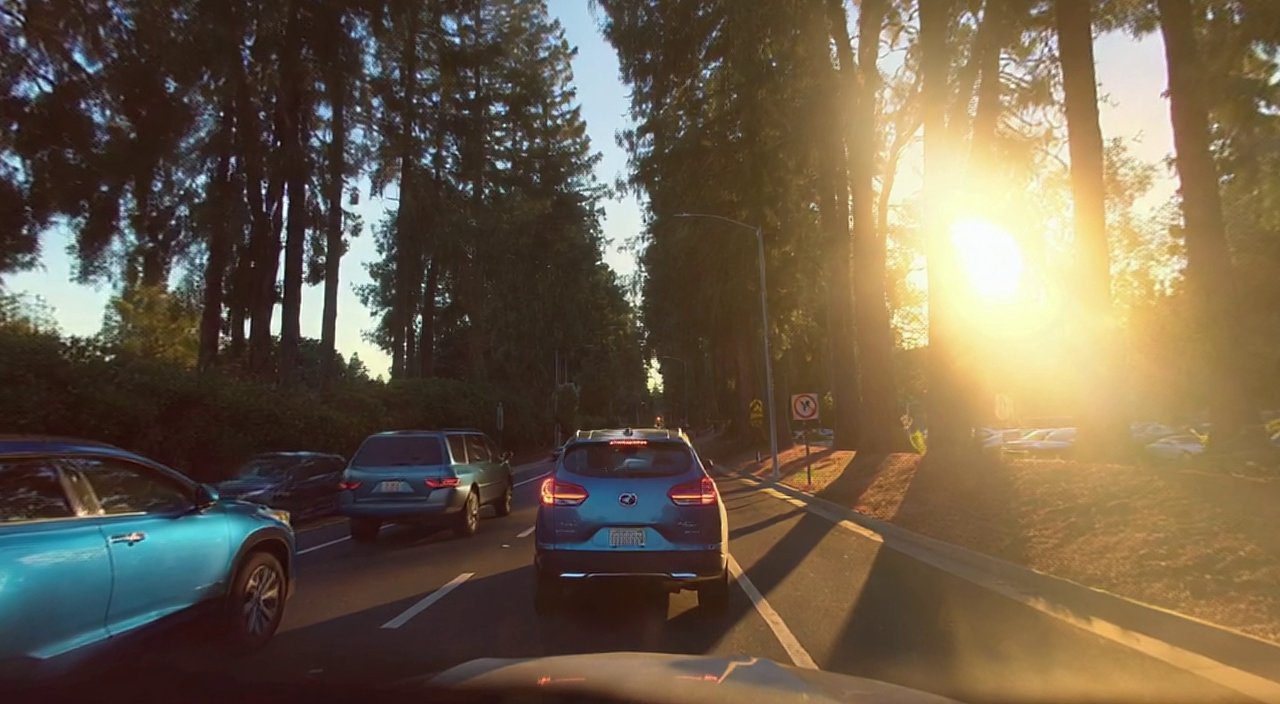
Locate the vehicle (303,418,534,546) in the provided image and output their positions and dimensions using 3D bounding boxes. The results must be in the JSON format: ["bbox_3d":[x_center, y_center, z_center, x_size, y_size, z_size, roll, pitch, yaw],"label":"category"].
[{"bbox_3d":[-3.446,2.125,11.053,2.188,1.745,4.618,0,-8,2],"label":"vehicle"}]

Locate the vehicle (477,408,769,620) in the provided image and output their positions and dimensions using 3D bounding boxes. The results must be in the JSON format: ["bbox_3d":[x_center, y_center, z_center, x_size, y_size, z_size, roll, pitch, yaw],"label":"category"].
[{"bbox_3d":[-0.036,1.521,6.842,2.229,1.591,3.897,-1,-8,3],"label":"vehicle"}]

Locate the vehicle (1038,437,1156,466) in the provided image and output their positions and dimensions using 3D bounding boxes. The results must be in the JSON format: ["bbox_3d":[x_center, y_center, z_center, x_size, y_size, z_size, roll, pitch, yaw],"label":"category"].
[{"bbox_3d":[28.464,6.207,39.457,5.955,1.702,2.166,1,-8,-6],"label":"vehicle"}]

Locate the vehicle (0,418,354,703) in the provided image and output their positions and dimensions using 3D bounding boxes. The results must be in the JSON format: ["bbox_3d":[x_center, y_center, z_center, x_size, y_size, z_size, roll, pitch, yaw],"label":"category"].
[{"bbox_3d":[-3.711,1.159,3.647,1.922,1.464,4.424,0,-8,2],"label":"vehicle"}]
